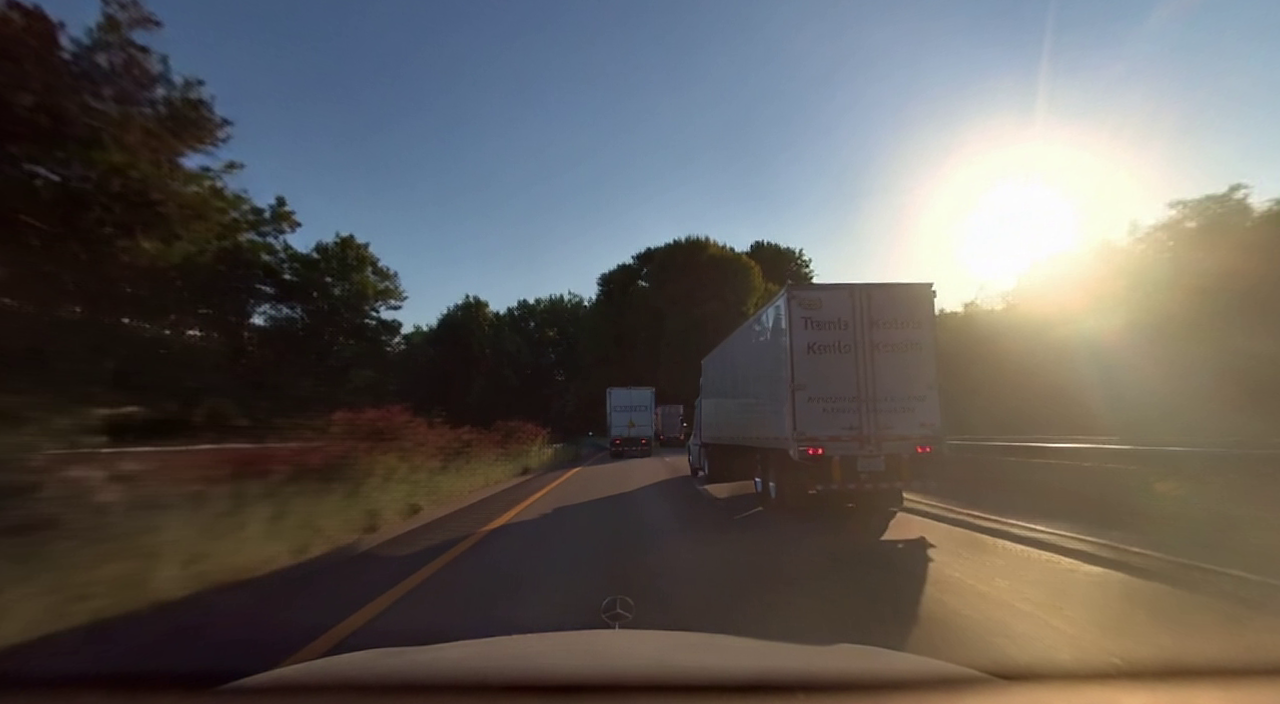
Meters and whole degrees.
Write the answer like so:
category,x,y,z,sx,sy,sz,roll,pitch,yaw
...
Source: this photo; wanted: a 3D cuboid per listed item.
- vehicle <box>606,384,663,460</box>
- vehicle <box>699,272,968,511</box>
category,x,y,z,sx,sy,sz,roll,pitch,yaw
vehicle,-0.347,4.322,37.728,2.958,3.917,10.196,0,-8,-1
vehicle,3.988,1.613,18.125,2.856,4.145,14.500,0,-8,-1
